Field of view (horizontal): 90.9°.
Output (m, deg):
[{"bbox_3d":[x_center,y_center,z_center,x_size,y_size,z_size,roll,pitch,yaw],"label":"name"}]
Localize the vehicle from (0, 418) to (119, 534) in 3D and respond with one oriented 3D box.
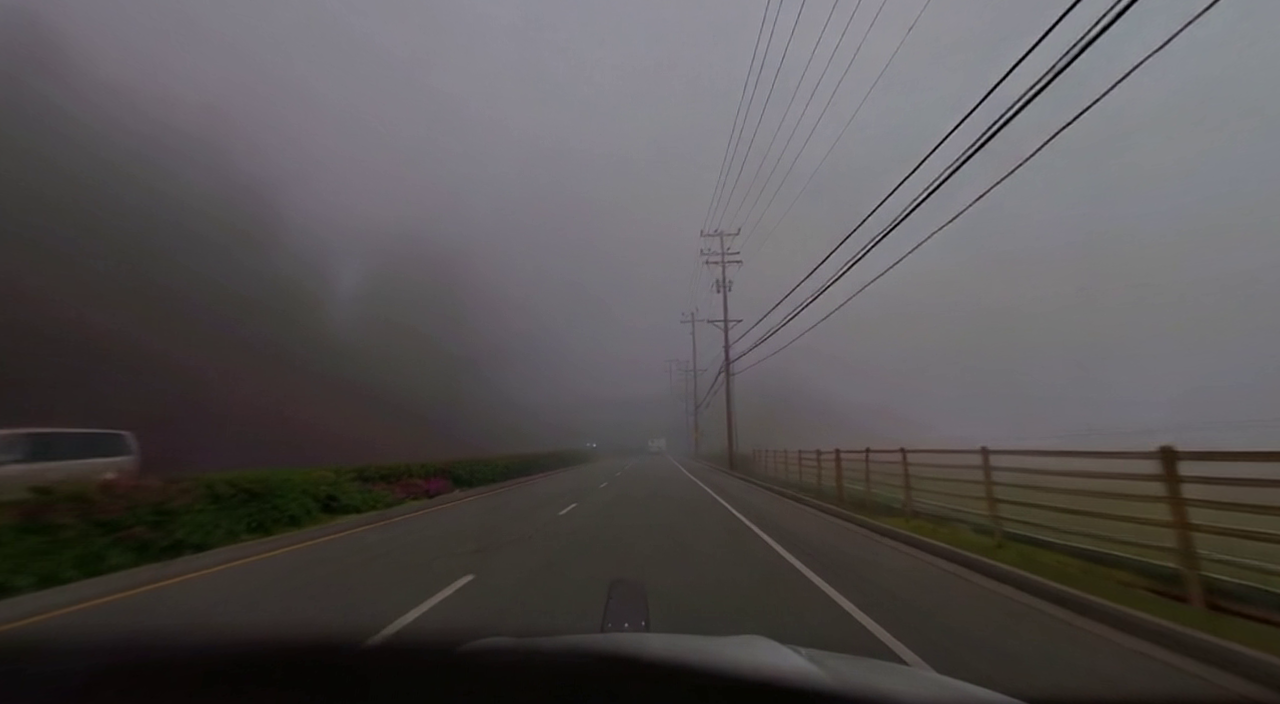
[{"bbox_3d":[-11.161,1.976,10.001,2.044,1.815,4.244,0,-8,1],"label":"vehicle"}]
